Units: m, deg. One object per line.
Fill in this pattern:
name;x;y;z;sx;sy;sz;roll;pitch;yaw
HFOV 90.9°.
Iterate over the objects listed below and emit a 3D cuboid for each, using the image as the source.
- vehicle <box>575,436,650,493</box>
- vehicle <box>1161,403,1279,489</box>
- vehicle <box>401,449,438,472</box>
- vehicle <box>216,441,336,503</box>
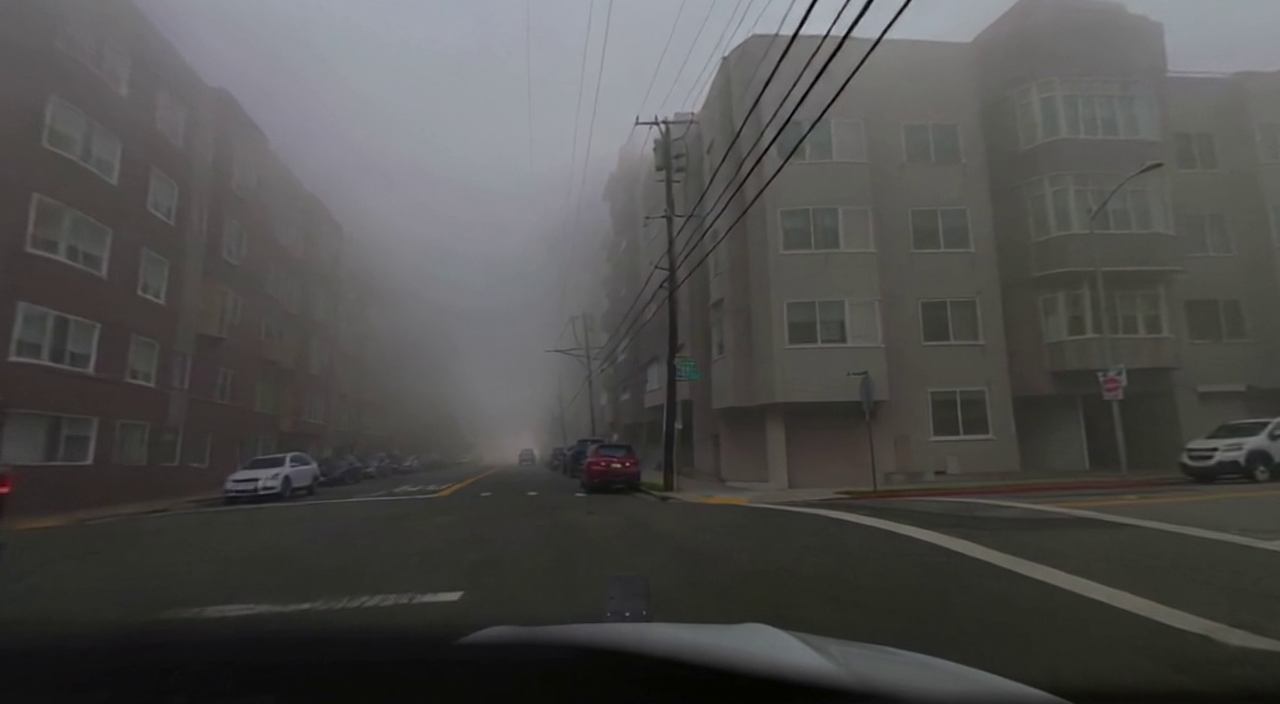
vehicle;-1.138;4.094;23.272;2.164;1.721;4.416;-3;-8;-9
vehicle;18.099;2.599;18.149;4.259;2.102;2.376;-2;-5;-10
vehicle;-16.782;8.224;48.161;2.032;1.641;4.162;1;-9;-10
vehicle;-12.409;4.069;21.878;2.140;1.874;4.475;1;-9;-11
